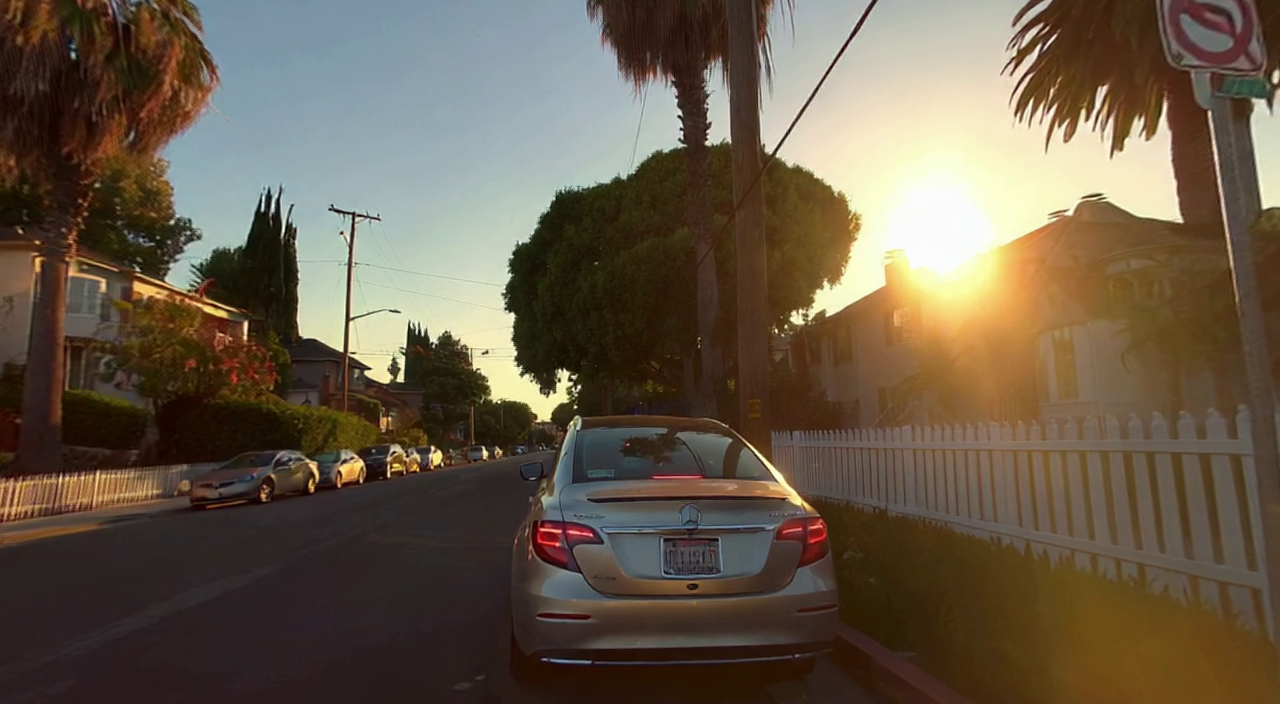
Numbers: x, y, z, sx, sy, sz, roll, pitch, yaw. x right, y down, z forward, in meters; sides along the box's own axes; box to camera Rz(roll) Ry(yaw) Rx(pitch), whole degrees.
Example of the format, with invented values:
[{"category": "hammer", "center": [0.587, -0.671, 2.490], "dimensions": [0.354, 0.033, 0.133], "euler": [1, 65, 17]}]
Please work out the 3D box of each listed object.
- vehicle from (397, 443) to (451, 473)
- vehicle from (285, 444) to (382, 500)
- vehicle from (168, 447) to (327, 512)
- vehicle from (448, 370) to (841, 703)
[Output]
[{"category": "vehicle", "center": [-13.169, 6.470, 38.708], "dimensions": [2.060, 1.689, 4.999], "euler": [1, -8, -7]}, {"category": "vehicle", "center": [-12.140, 4.712, 25.308], "dimensions": [2.048, 1.485, 4.757], "euler": [-4, -4, -8]}, {"category": "vehicle", "center": [-11.392, 3.661, 18.797], "dimensions": [2.017, 1.627, 5.039], "euler": [1, -8, -7]}, {"category": "vehicle", "center": [-0.137, 1.220, 5.000], "dimensions": [1.894, 1.695, 3.795], "euler": [1, -8, -6]}]
